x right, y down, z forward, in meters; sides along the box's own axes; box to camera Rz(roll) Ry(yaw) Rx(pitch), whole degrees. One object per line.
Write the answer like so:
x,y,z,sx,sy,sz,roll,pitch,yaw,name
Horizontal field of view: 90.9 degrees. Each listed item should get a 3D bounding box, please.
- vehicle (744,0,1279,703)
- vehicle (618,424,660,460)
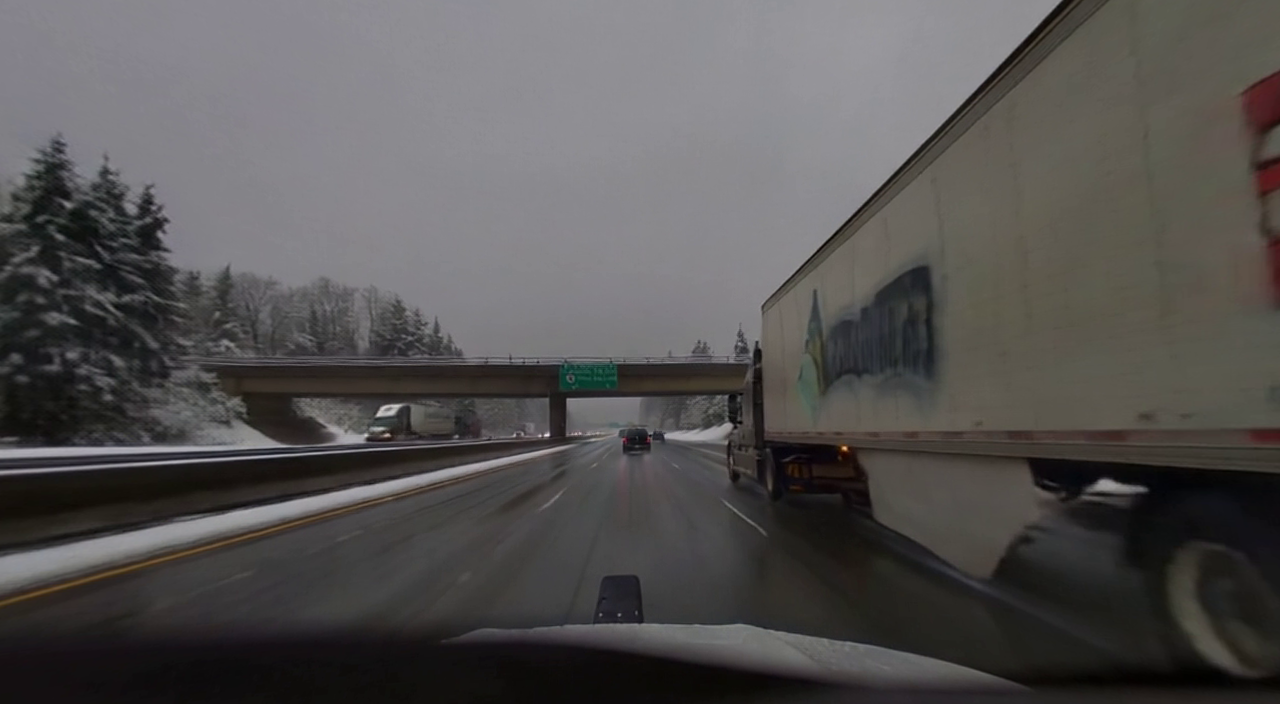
3.961,0.265,6.835,2.987,4.021,14.105,0,-8,-1,vehicle
-0.104,5.189,36.545,2.277,1.913,4.510,0,-8,-1,vehicle
